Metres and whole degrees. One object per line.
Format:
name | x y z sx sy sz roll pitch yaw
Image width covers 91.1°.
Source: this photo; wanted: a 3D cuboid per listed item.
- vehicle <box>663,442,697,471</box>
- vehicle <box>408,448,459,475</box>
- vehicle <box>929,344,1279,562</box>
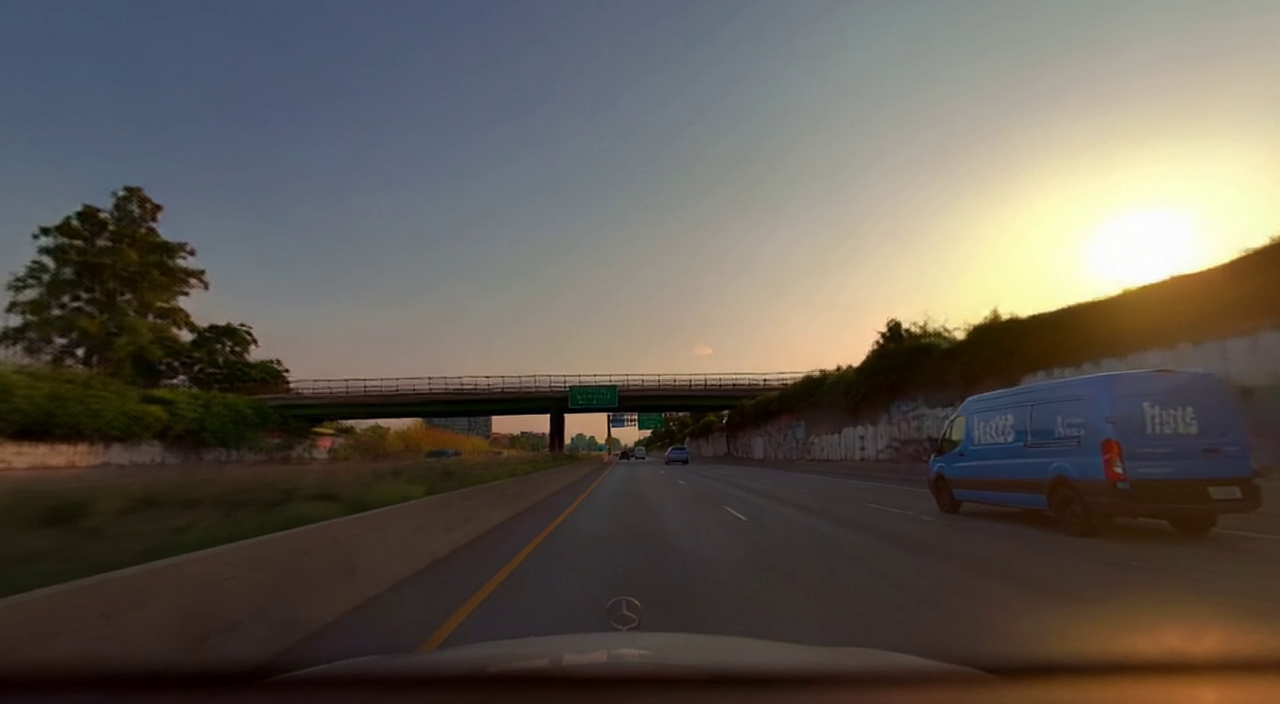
vehicle | 2.888 7.670 46.218 2.007 1.943 5.010 0 -9 -2
vehicle | -12.174 6.429 37.203 1.774 1.495 3.698 0 -9 -1
vehicle | 7.415 1.633 10.515 2.283 2.631 5.719 0 -9 -1
